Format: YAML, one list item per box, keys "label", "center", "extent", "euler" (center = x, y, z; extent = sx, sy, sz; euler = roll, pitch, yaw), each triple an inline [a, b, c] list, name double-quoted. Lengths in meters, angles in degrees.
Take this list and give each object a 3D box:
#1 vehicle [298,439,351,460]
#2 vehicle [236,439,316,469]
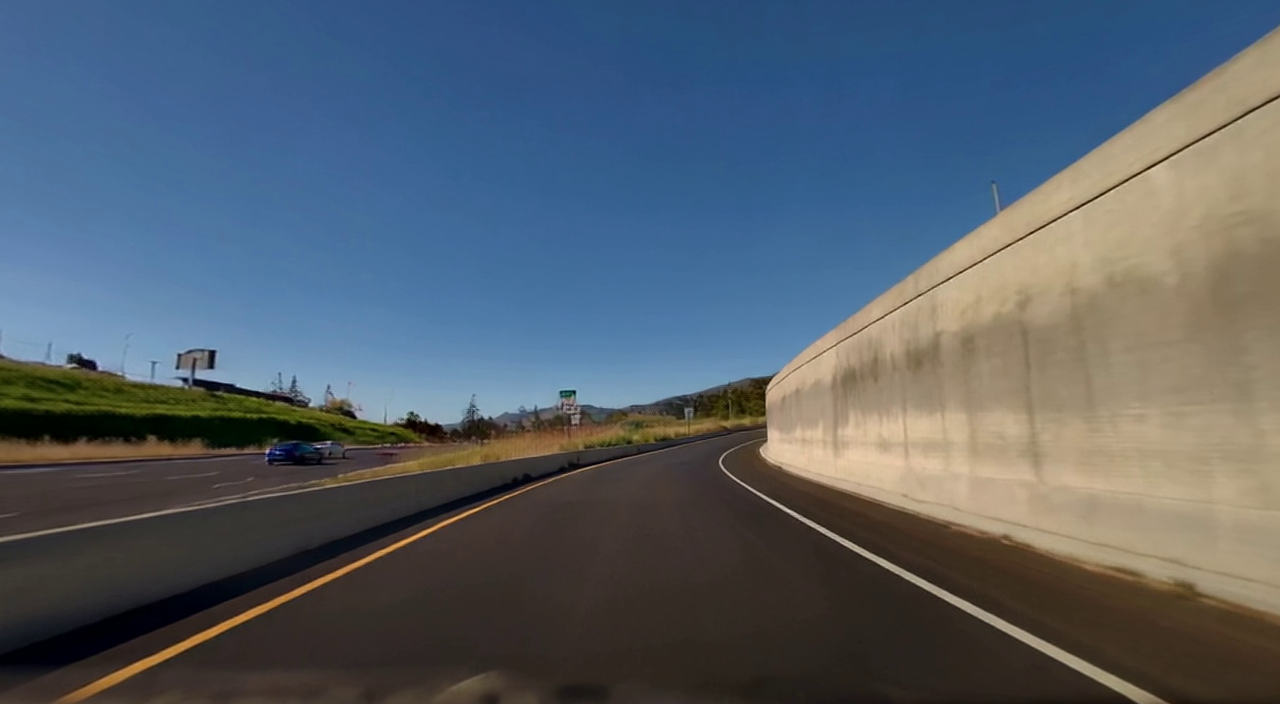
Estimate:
- label: "vehicle"
  center: [-23.864, 7.365, 47.732]
  extent: [1.880, 1.509, 4.775]
  euler: [0, -8, -5]
- label: "vehicle"
  center: [-18.567, 5.186, 32.284]
  extent: [1.895, 1.451, 4.168]
  euler: [0, -8, -5]
